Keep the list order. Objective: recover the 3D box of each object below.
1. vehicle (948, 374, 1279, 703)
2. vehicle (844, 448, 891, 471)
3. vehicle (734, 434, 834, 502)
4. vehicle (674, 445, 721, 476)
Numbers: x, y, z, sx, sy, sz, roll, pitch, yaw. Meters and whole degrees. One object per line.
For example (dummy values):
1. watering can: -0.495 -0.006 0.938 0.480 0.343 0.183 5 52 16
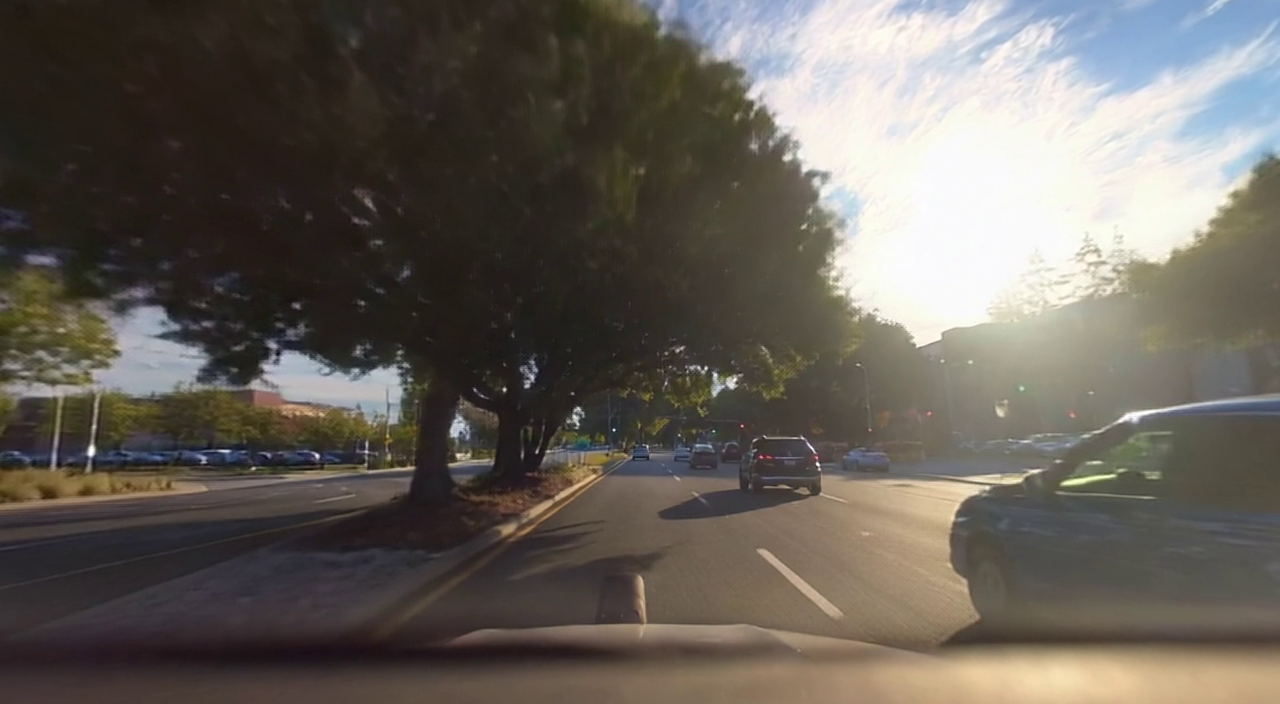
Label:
1. vehicle: 3.189 0.823 1.929 1.932 1.547 4.992 0 -8 0
2. vehicle: 15.936 7.535 44.272 1.815 1.493 4.135 0 -8 1
3. vehicle: 3.944 3.229 17.972 2.075 1.698 4.142 0 -8 3
4. vehicle: 2.918 5.586 32.808 1.980 1.484 4.093 0 -8 -1
